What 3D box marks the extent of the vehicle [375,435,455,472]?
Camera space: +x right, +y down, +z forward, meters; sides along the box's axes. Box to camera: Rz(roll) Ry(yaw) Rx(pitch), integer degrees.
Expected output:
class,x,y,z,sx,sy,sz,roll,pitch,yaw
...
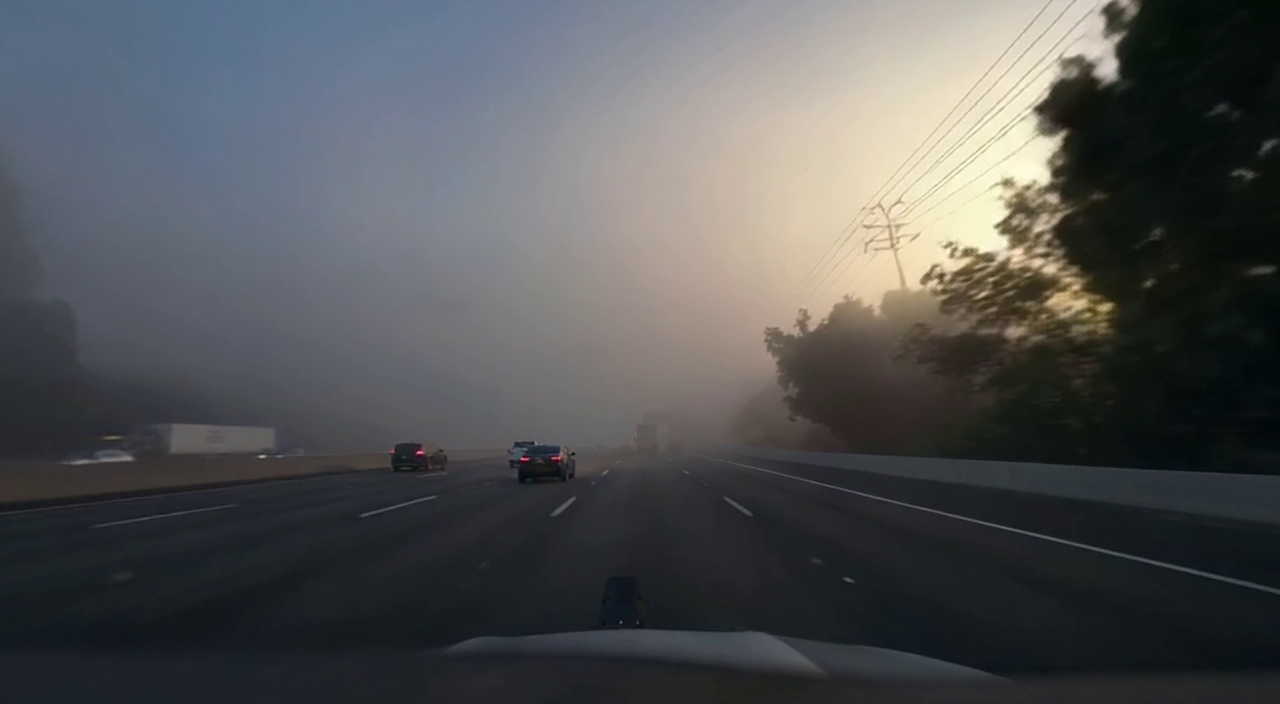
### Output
class,x,y,z,sx,sy,sz,roll,pitch,yaw
vehicle,-10.740,4.904,30.482,2.058,1.621,4.739,0,-9,1

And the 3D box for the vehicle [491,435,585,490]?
class,x,y,z,sx,sy,sz,roll,pitch,yaw
vehicle,-3.085,3.486,20.189,2.045,1.532,4.954,0,-9,1
